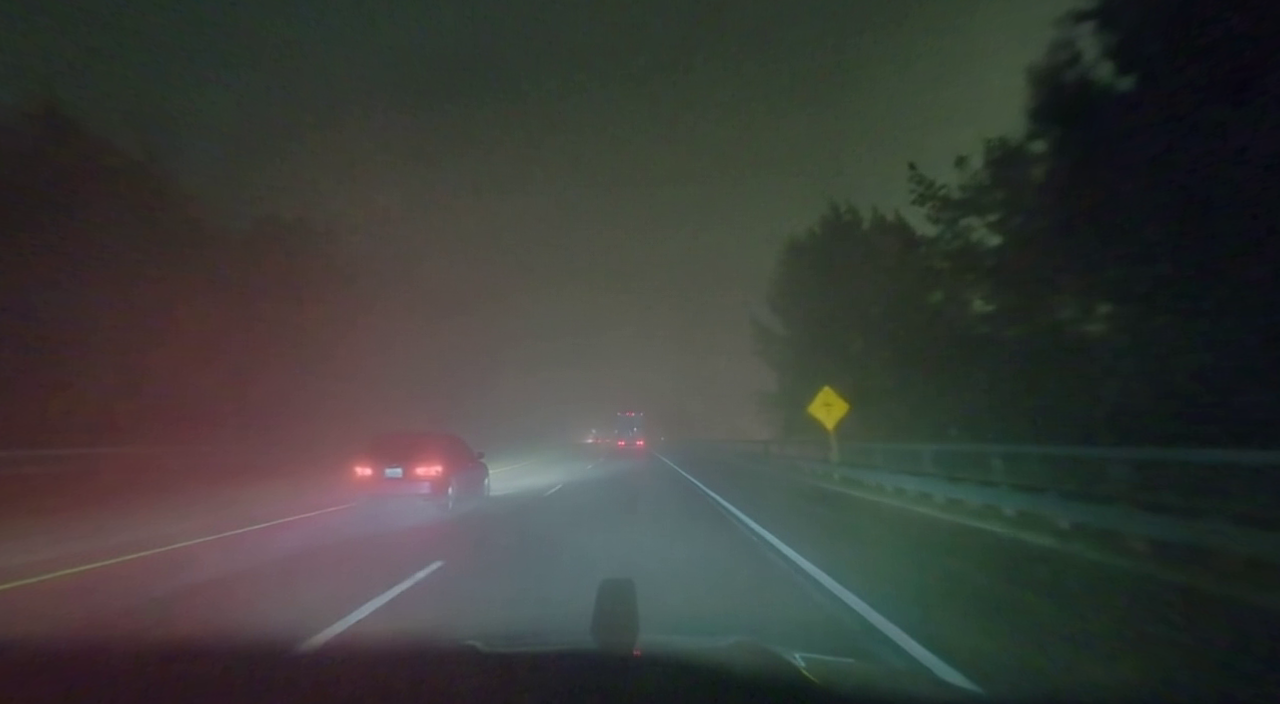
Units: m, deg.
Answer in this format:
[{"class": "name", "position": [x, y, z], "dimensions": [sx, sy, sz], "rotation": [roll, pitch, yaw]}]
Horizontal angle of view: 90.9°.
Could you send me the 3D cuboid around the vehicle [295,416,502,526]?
[{"class": "vehicle", "position": [-4.220, 2.139, 12.055], "dimensions": [2.123, 1.655, 4.688], "rotation": [0, -8, 0]}]
